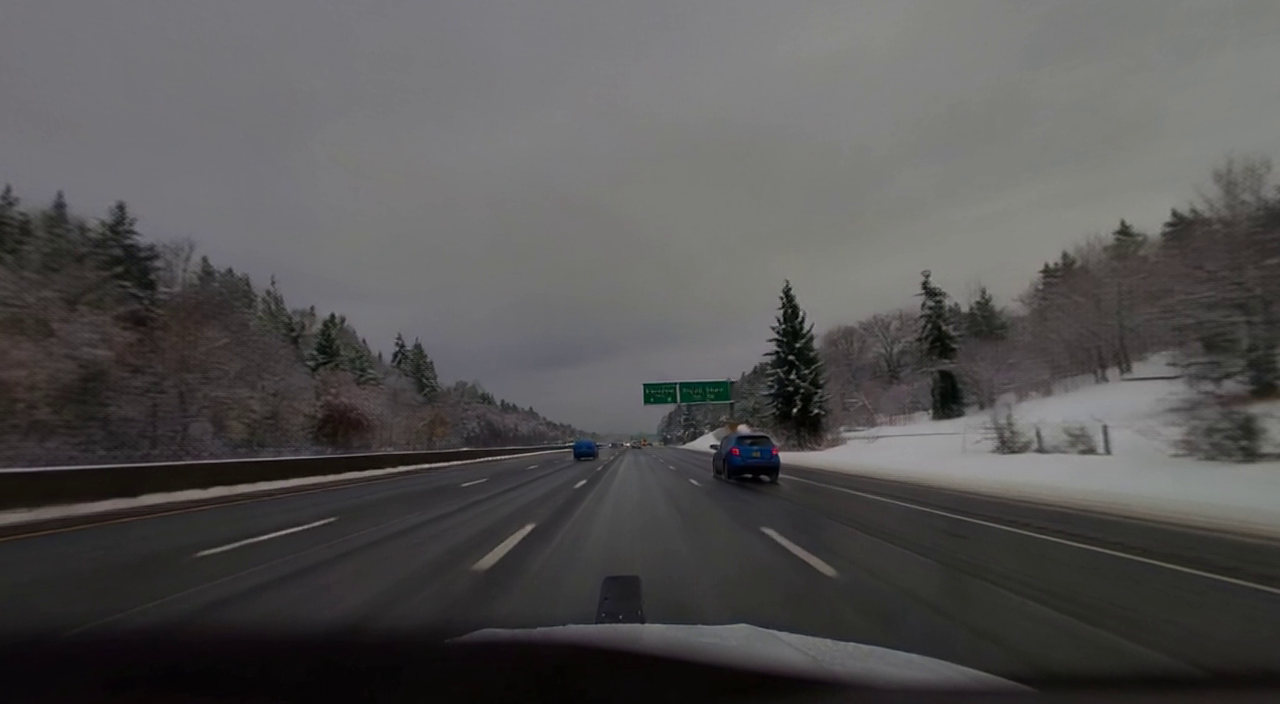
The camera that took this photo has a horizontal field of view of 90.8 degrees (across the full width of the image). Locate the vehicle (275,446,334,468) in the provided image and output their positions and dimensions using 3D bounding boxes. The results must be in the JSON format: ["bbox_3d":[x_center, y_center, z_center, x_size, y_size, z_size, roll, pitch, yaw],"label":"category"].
[{"bbox_3d":[-24.888,7.798,47.114,1.862,1.483,4.697,0,-9,-1],"label":"vehicle"}]

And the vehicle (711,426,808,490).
[{"bbox_3d":[3.483,3.185,19.261,2.053,1.714,4.097,0,-9,-2],"label":"vehicle"}]

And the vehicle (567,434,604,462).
[{"bbox_3d":[-3.757,6.726,44.214,2.173,1.793,4.564,0,-9,0],"label":"vehicle"}]
